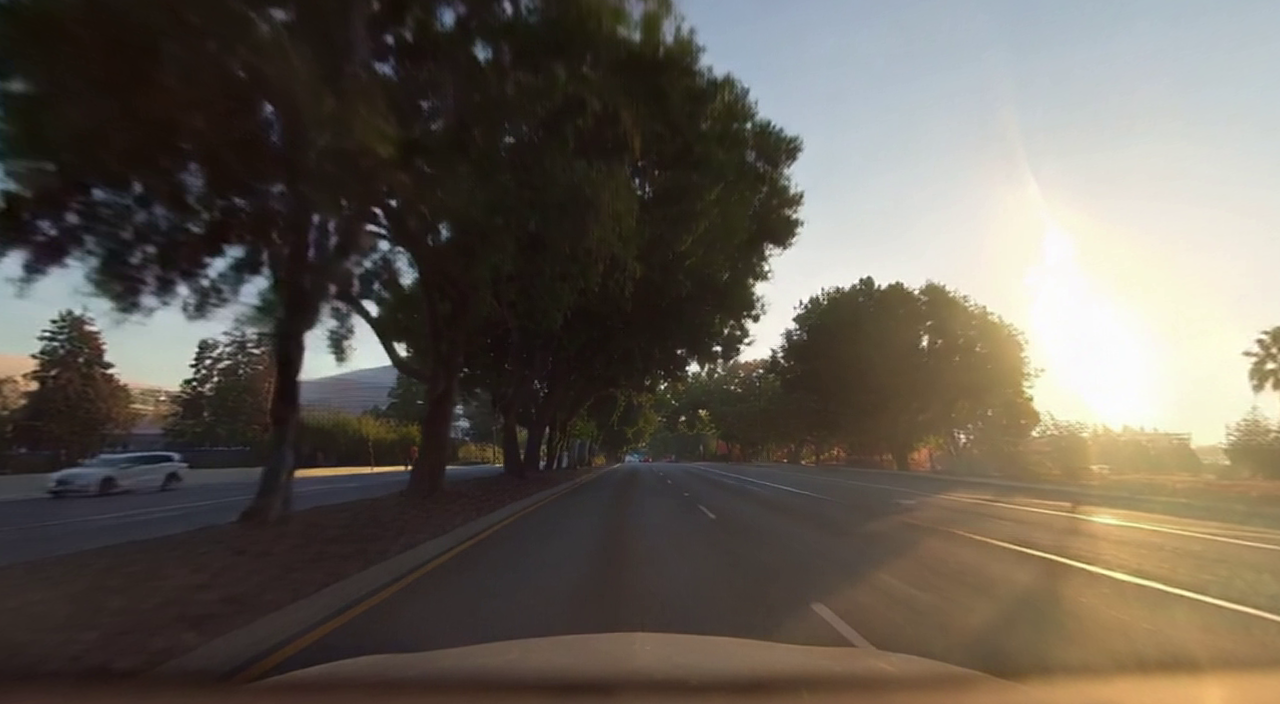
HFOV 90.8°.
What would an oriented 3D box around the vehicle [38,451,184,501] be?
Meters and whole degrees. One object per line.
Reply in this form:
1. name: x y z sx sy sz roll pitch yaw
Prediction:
1. vehicle: -19.380 4.505 23.431 1.896 1.623 4.124 0 -9 -2
